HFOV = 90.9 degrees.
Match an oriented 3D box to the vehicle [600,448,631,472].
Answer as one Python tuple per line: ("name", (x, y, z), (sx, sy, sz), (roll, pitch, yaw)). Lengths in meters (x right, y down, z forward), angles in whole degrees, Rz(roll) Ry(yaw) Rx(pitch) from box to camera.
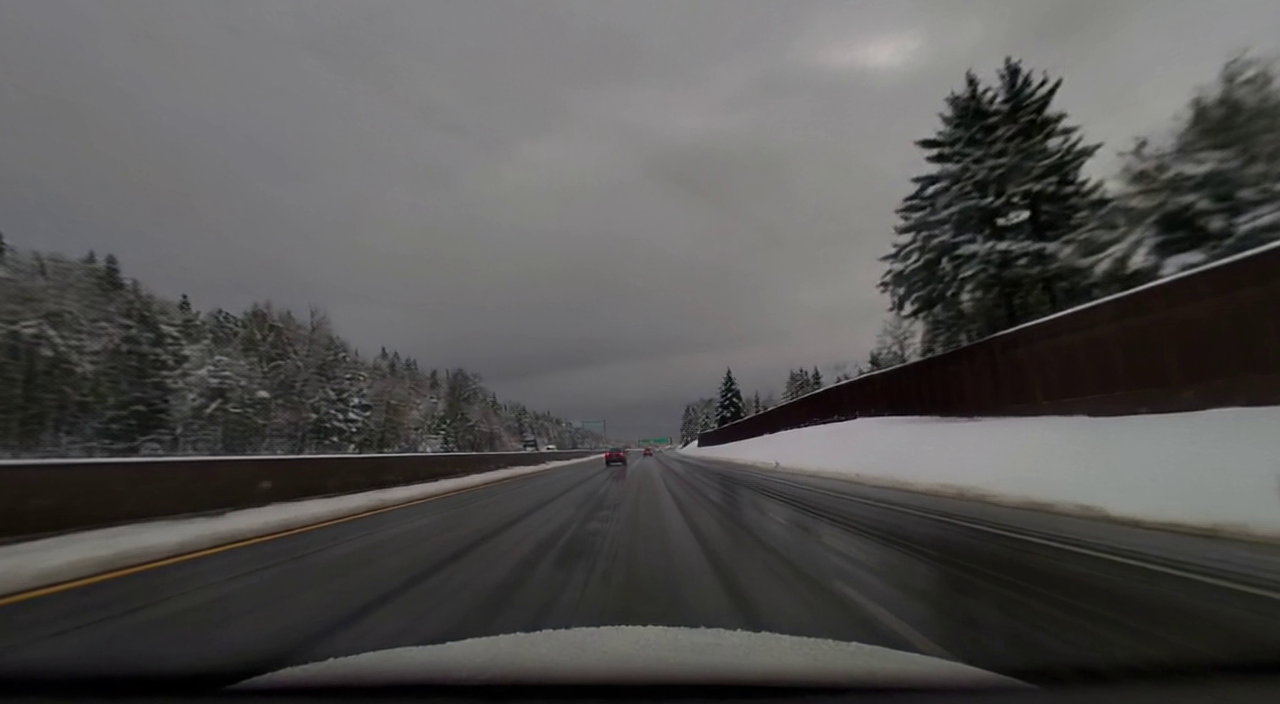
("vehicle", (-1.574, 7.195, 42.194), (1.873, 1.529, 3.953), (0, -9, 1))
